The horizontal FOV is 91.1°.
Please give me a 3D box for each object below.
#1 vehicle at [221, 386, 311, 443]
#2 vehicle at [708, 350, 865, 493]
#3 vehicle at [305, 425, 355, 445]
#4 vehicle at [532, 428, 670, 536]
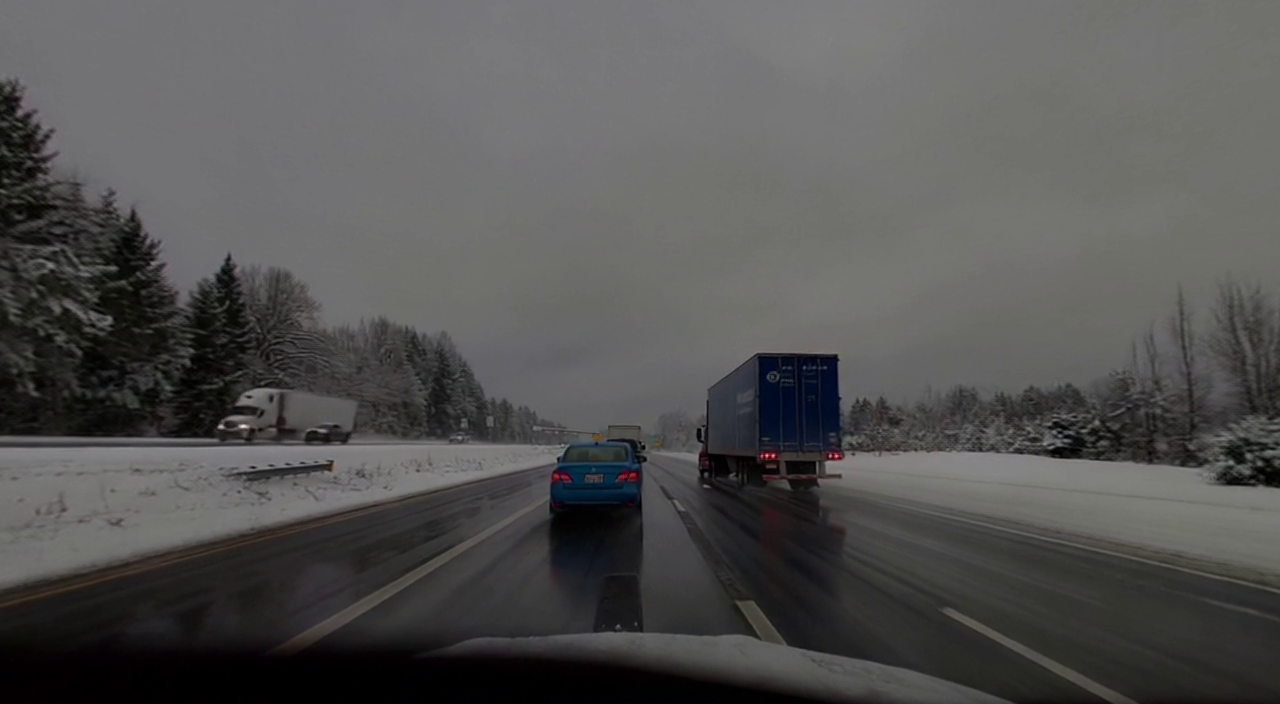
[{"bbox_3d":[-27.972,4.857,47.382,2.979,3.928,6.477,1,-9,-4],"label":"vehicle"},{"bbox_3d":[4.913,3.021,24.912,2.825,4.043,14.051,0,-9,0],"label":"vehicle"},{"bbox_3d":[-23.857,6.439,48.484,1.729,1.455,4.560,0,-9,-3],"label":"vehicle"},{"bbox_3d":[-0.595,2.221,11.257,2.038,1.582,3.729,0,-9,0],"label":"vehicle"}]
